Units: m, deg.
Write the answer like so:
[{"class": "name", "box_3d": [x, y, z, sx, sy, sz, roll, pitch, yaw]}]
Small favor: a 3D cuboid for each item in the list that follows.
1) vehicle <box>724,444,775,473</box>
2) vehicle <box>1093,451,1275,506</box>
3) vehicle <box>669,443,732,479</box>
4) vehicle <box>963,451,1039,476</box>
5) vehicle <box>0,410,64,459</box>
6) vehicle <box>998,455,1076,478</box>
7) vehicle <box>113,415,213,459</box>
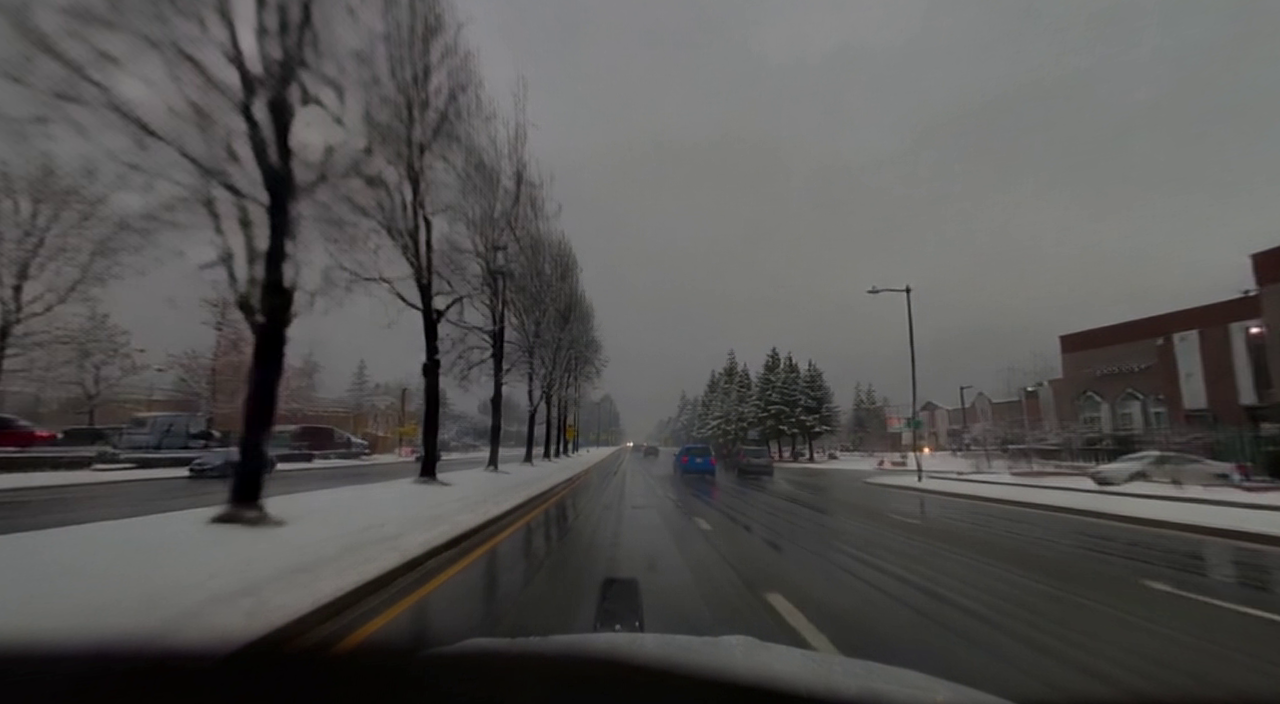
[{"class": "vehicle", "box_3d": [6.068, 5.914, 35.237, 1.886, 1.528, 4.169, 1, -8, -3]}, {"class": "vehicle", "box_3d": [16.822, 3.865, 19.537, 4.486, 1.532, 1.939, 3, -9, -14]}, {"class": "vehicle", "box_3d": [2.631, 4.899, 28.580, 2.256, 1.451, 4.313, 1, -8, -3]}, {"class": "vehicle", "box_3d": [26.319, 8.122, 45.909, 4.586, 1.665, 1.968, 2, -9, -11]}, {"class": "vehicle", "box_3d": [-43.671, 5.652, 43.490, 2.718, 3.175, 6.649, 4, -9, -16]}, {"class": "vehicle", "box_3d": [26.955, 7.752, 42.727, 4.390, 1.474, 1.851, 2, -9, -13]}, {"class": "vehicle", "box_3d": [-34.369, 6.238, 45.739, 2.858, 2.981, 6.850, 2, -9, -11]}]
